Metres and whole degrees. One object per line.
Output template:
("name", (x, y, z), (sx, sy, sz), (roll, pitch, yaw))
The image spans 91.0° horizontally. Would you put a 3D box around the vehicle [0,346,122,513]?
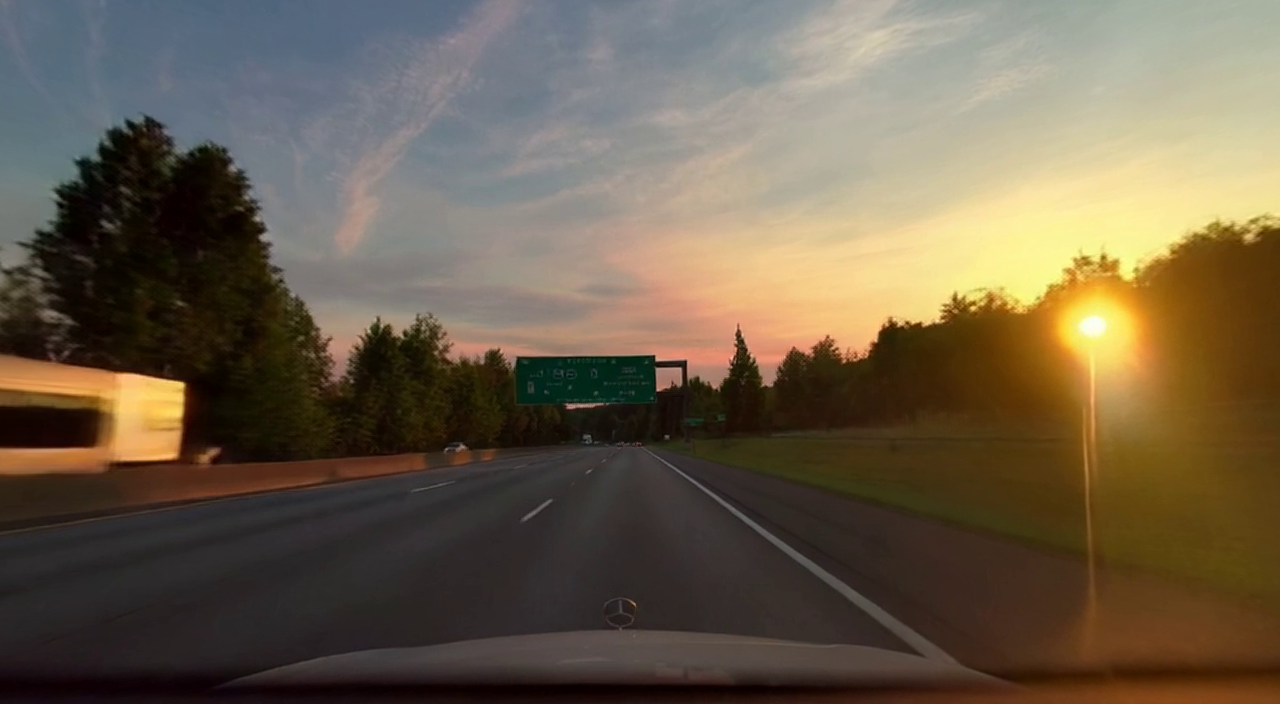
("vehicle", (-17.341, 1.848, 15.062), (3.011, 4.097, 8.046), (0, -8, -1))
